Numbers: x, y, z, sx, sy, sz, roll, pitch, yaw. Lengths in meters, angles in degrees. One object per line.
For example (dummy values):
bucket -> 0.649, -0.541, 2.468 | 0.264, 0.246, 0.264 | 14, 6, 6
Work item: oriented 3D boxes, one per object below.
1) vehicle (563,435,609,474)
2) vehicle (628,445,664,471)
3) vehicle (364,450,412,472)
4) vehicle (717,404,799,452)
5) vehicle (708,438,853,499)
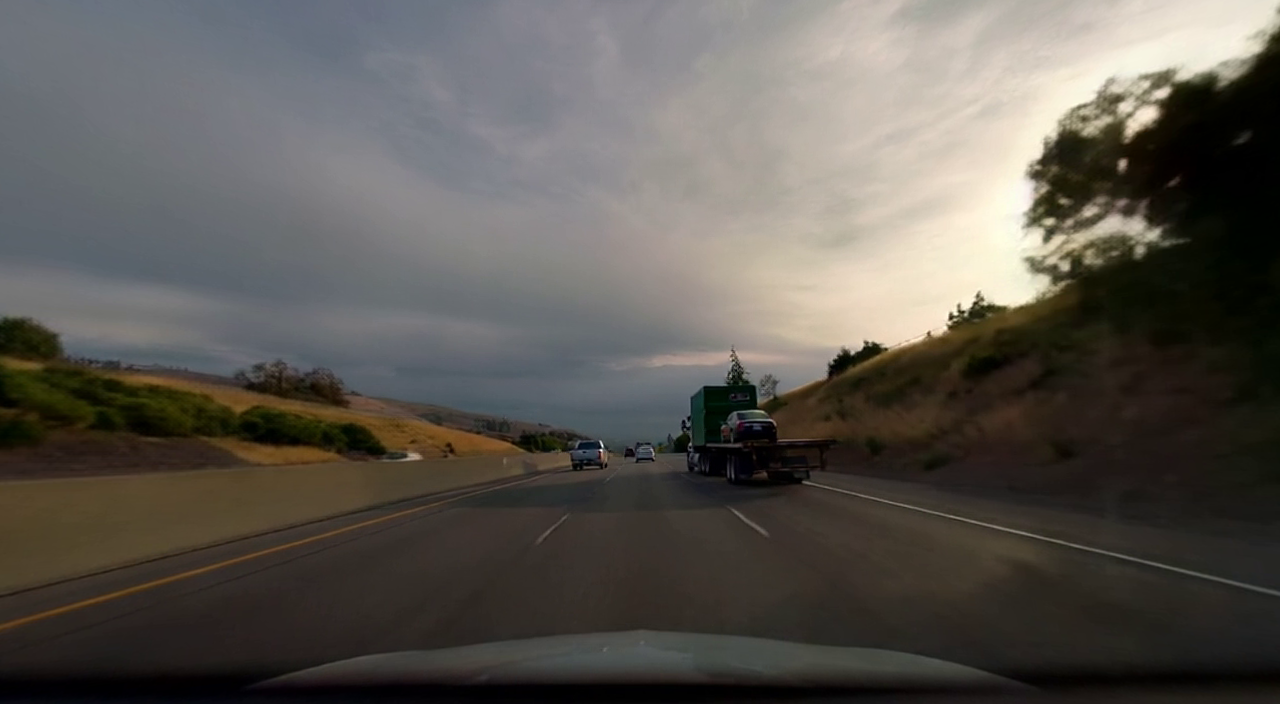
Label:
vehicle -> -2.986, 5.840, 35.933 | 2.142, 2.044, 4.446 | 0, -9, 2
vehicle -> 0.373, 6.422, 38.229 | 2.086, 1.497, 3.681 | 0, -9, 1
vehicle -> -18.365, 7.932, 46.103 | 1.962, 1.488, 3.587 | 0, -9, 0
vehicle -> 4.085, 2.790, 22.525 | 1.968, 1.547, 4.215 | 0, -9, -2
vehicle -> 4.210, 3.804, 21.316 | 2.654, 1.574, 9.537 | 0, -9, -1
